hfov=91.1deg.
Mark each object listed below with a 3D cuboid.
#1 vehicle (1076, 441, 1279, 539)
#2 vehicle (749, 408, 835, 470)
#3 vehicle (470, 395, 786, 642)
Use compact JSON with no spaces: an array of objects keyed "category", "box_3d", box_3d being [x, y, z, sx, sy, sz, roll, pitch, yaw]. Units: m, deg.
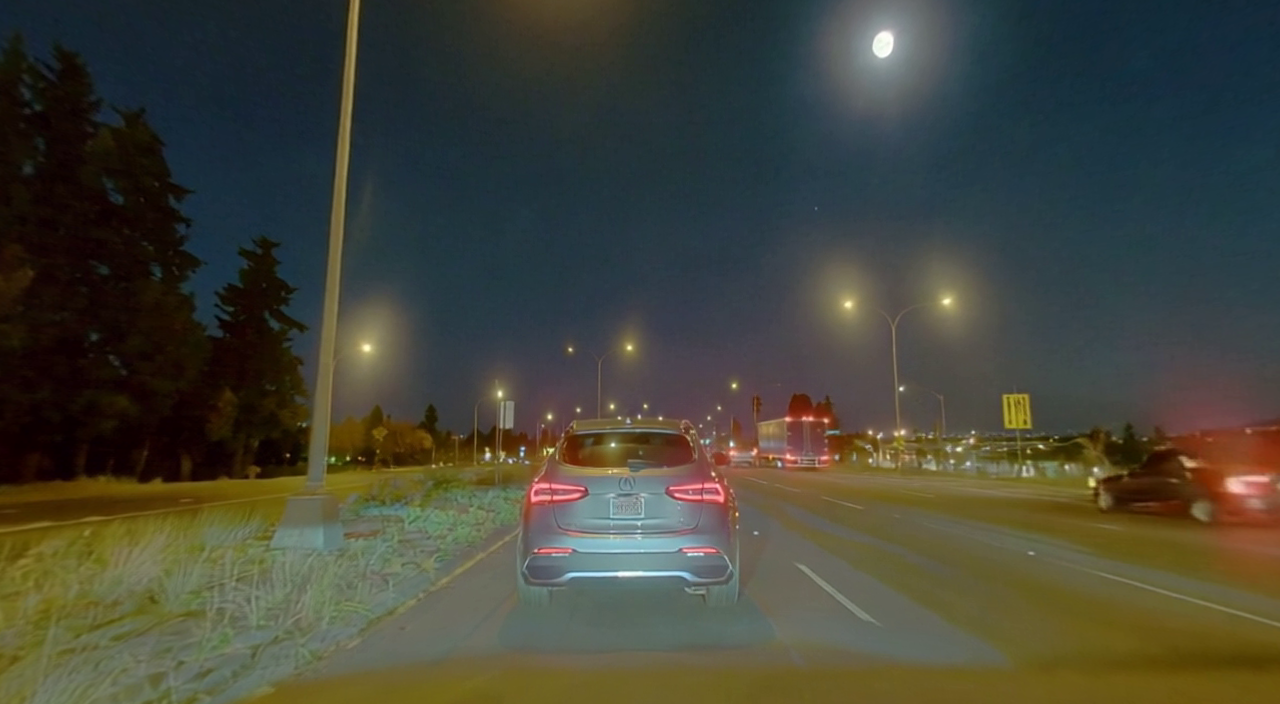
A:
[{"category":"vehicle","box_3d":[11.134,2.532,12.241,1.998,1.527,4.489,0,-9,0]},{"category":"vehicle","box_3d":[10.802,6.496,46.349,3.025,3.993,11.243,1,-9,-3]},{"category":"vehicle","box_3d":[-0.116,1.448,6.445,2.172,1.694,4.055,0,-8,-1]}]
